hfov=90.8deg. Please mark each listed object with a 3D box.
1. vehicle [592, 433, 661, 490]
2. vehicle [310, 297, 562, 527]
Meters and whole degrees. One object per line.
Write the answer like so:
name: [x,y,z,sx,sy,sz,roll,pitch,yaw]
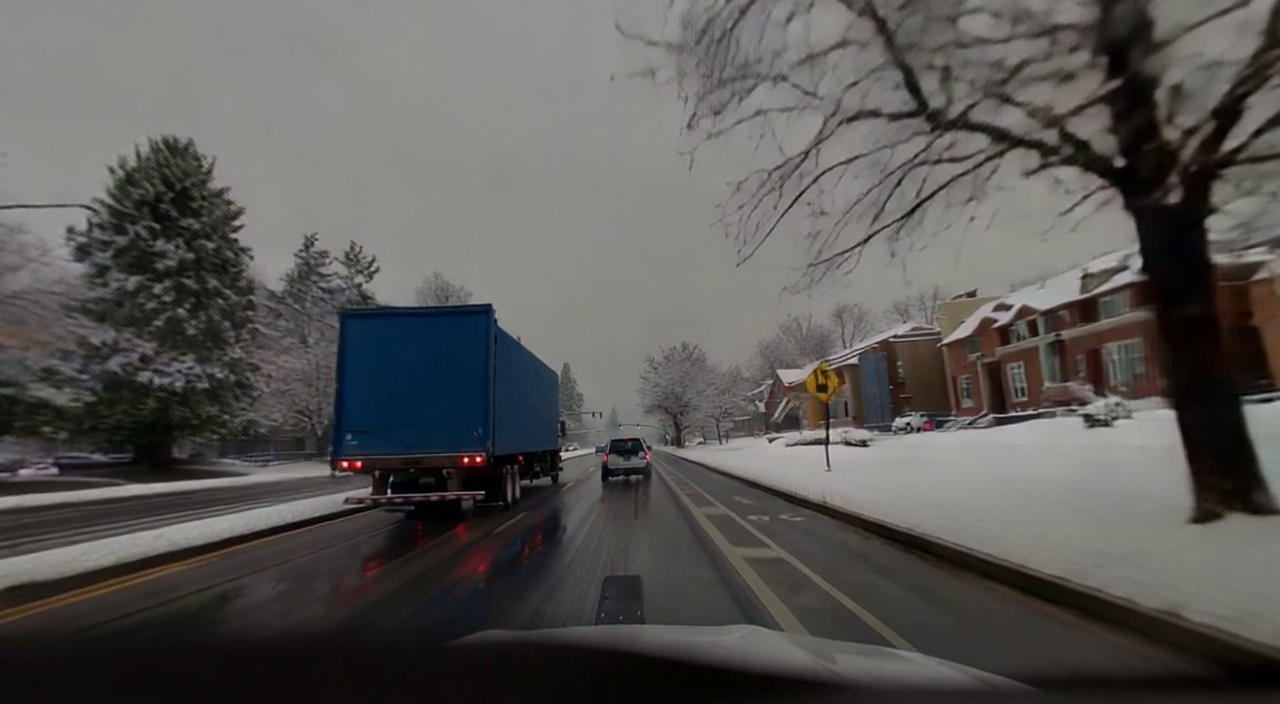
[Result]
vehicle: [-0.445,3.600,21.004,2.094,1.682,3.866,0,-9,-1]
vehicle: [-4.062,1.749,15.934,2.996,3.902,10.410,0,-9,-1]
